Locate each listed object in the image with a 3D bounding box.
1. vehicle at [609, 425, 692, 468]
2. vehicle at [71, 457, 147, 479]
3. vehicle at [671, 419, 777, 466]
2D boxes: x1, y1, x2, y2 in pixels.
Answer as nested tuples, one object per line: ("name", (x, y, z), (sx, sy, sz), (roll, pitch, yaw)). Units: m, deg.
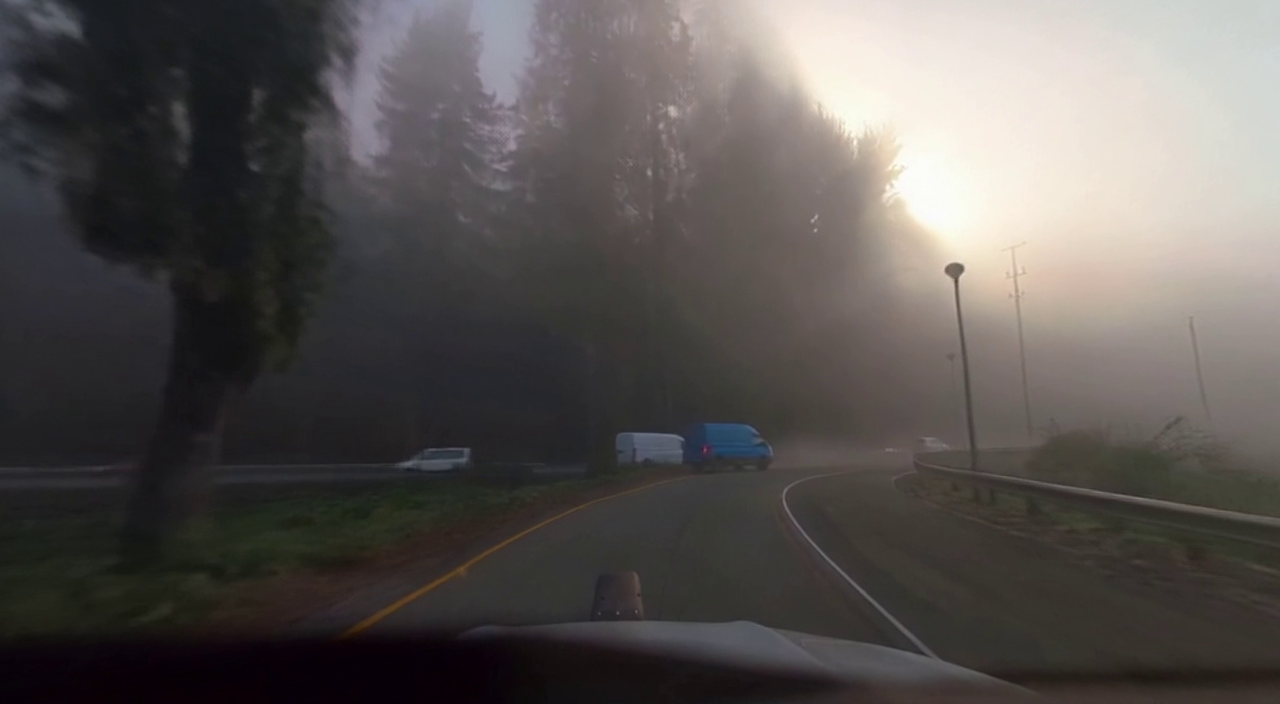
("vehicle", (0.679, 5.915, 39.623), (4.784, 2.535, 2.203), (5, -9, -31))
("vehicle", (-36.903, 8.052, 43.908), (3.700, 1.388, 1.788), (4, -9, -29))
("vehicle", (5.754, 6.080, 42.730), (7.155, 2.942, 2.420), (5, -9, -31))
